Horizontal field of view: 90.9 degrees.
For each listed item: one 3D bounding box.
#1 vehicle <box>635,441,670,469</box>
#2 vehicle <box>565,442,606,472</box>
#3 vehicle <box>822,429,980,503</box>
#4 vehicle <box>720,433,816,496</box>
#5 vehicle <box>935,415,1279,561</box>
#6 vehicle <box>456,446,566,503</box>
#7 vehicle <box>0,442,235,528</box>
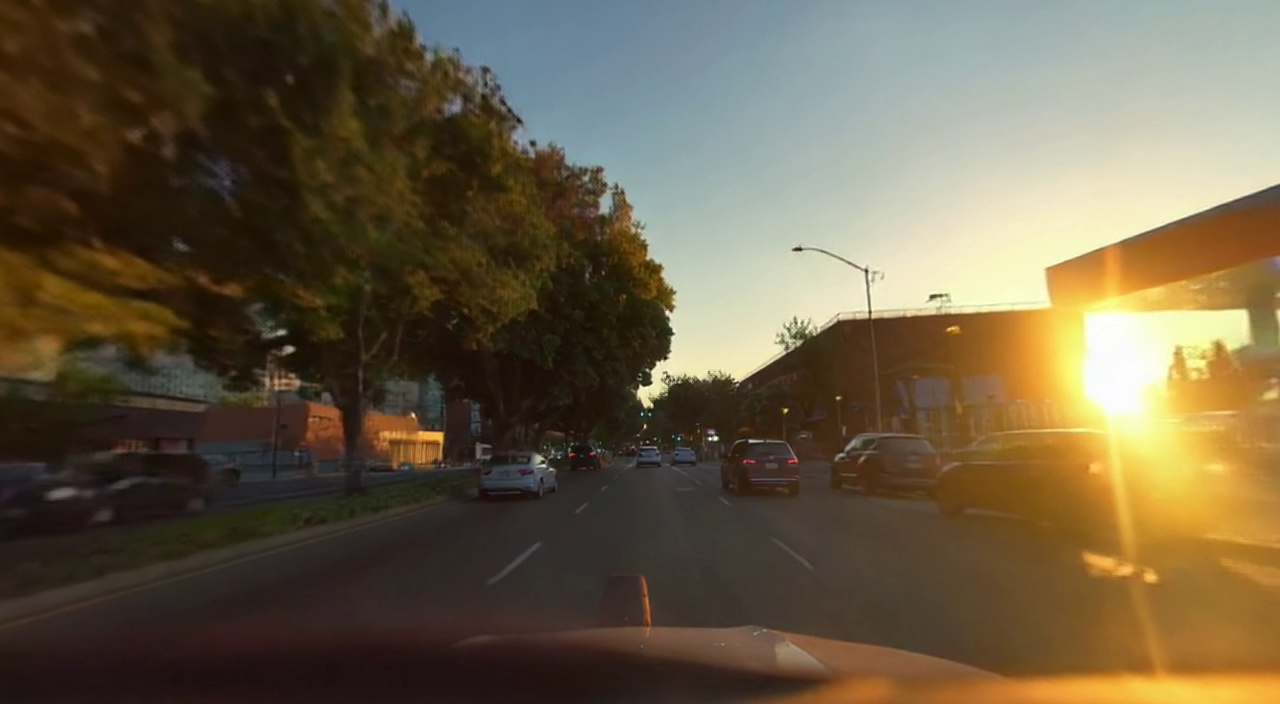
[{"bbox_3d":[0.801,6.723,41.349,2.192,1.674,4.124,0,-8,0],"label":"vehicle"},{"bbox_3d":[-3.176,6.192,37.373,1.988,1.645,3.995,0,-8,2],"label":"vehicle"},{"bbox_3d":[7.148,3.174,18.051,2.189,1.783,5.122,1,-8,-2],"label":"vehicle"},{"bbox_3d":[3.789,3.426,19.626,1.980,1.709,4.813,0,-8,0],"label":"vehicle"},{"bbox_3d":[7.004,2.052,10.257,2.417,1.736,5.043,-1,-9,7],"label":"vehicle"},{"bbox_3d":[-3.415,3.320,17.584,2.013,1.354,4.393,0,-8,2],"label":"vehicle"},{"bbox_3d":[-12.351,3.037,15.116,2.096,1.720,4.694,0,-8,0],"label":"vehicle"}]
